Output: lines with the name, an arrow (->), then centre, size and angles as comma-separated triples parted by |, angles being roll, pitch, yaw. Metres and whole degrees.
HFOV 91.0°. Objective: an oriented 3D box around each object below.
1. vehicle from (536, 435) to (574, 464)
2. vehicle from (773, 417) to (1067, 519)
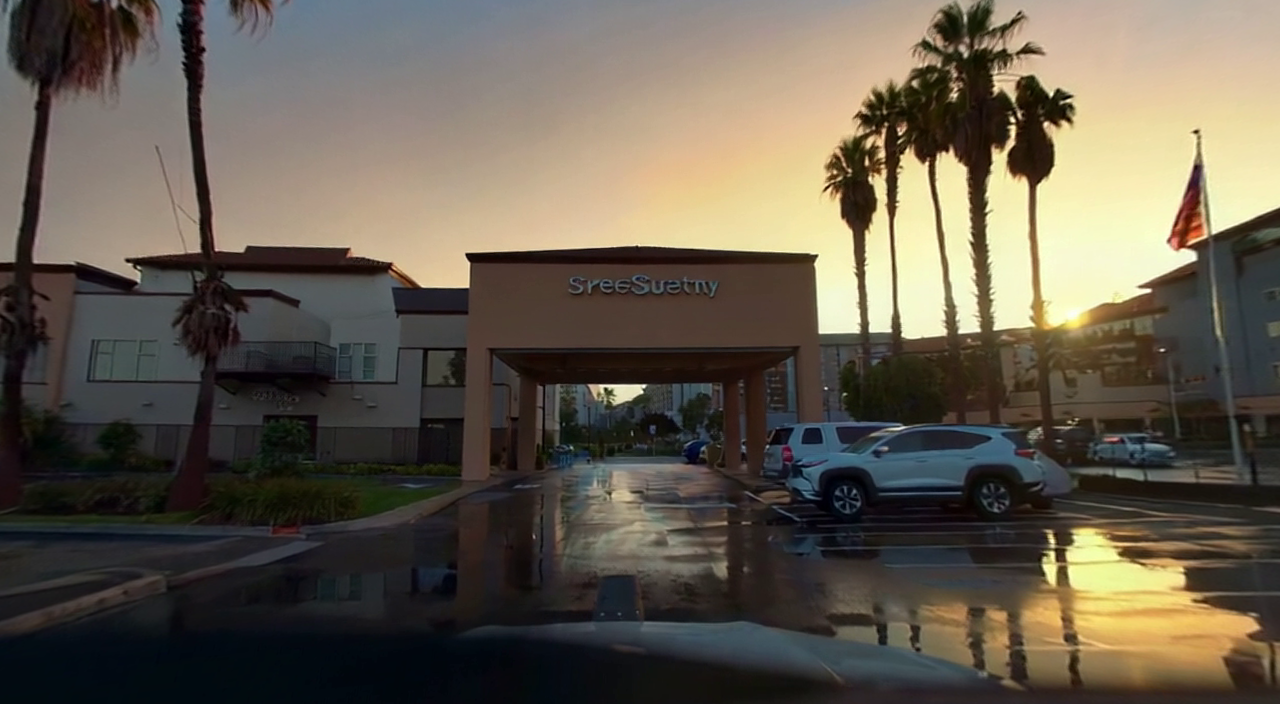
vehicle -> -6.116, 7.007, 45.595 | 1.943, 1.890, 4.472 | 2, -7, 2
vehicle -> 5.015, 2.143, 11.854 | 4.567, 1.723, 1.926 | 0, -9, 1
